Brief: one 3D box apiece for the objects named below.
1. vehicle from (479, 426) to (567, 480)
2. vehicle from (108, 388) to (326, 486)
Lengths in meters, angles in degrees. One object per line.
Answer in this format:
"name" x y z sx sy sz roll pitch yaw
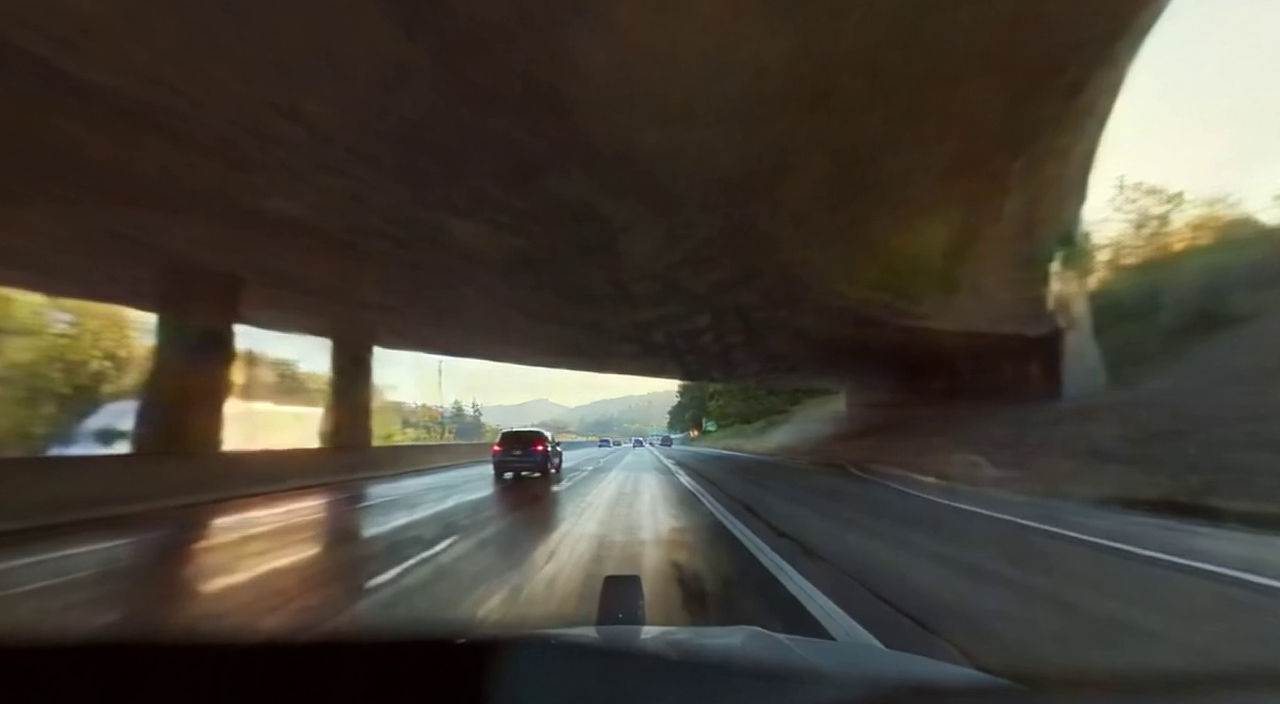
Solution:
"vehicle" -3.915 3.458 21.795 2.125 1.662 4.336 0 -8 1
"vehicle" -17.280 3.649 26.866 2.919 3.464 9.114 0 -8 0
